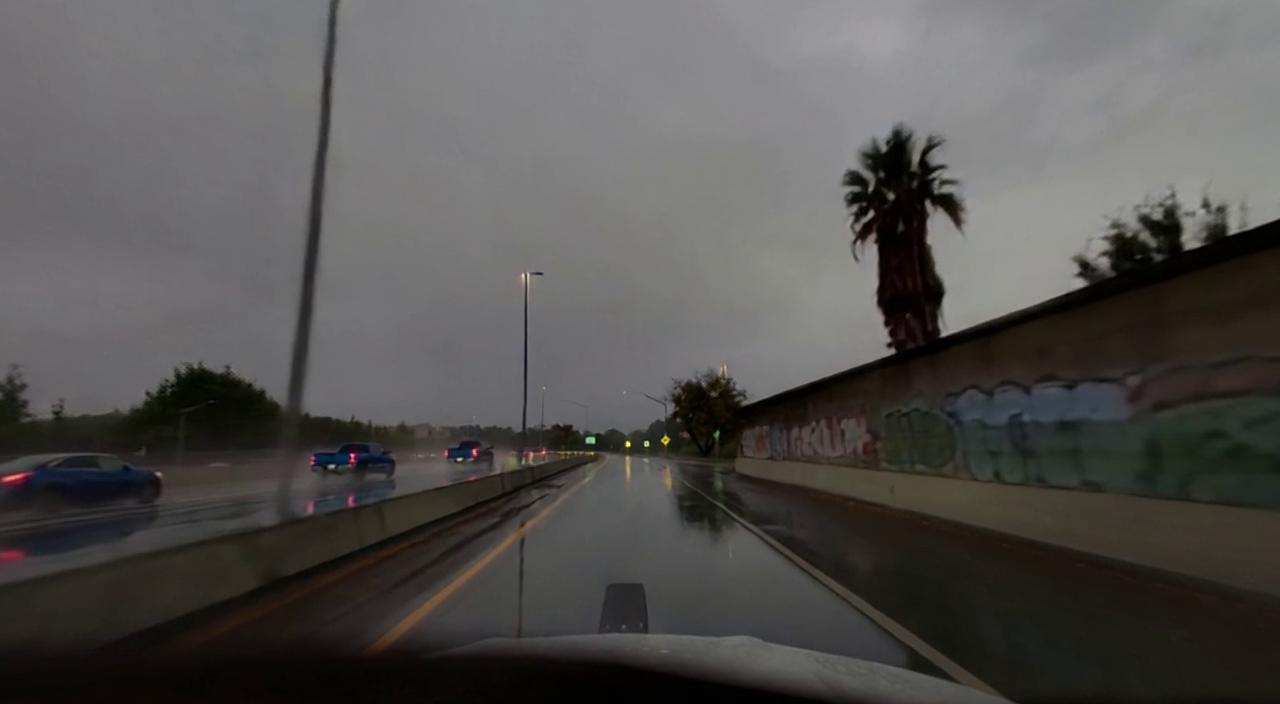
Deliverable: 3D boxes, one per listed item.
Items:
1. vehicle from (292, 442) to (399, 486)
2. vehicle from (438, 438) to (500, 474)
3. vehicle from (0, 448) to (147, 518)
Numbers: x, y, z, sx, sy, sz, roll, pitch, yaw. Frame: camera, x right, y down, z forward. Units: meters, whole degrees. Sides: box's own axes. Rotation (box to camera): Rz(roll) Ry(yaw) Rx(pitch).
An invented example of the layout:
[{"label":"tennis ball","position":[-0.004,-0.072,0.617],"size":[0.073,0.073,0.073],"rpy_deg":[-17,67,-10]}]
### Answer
[{"label":"vehicle","position":[-13.931,5.322,30.402],"size":[2.272,1.882,5.941],"rpy_deg":[0,-9,0]},{"label":"vehicle","position":[-10.463,6.400,39.040],"size":[2.342,1.999,5.594],"rpy_deg":[0,-9,-1]},{"label":"vehicle","position":[-17.760,3.806,18.900],"size":[2.078,1.802,4.723],"rpy_deg":[0,-9,0]}]
